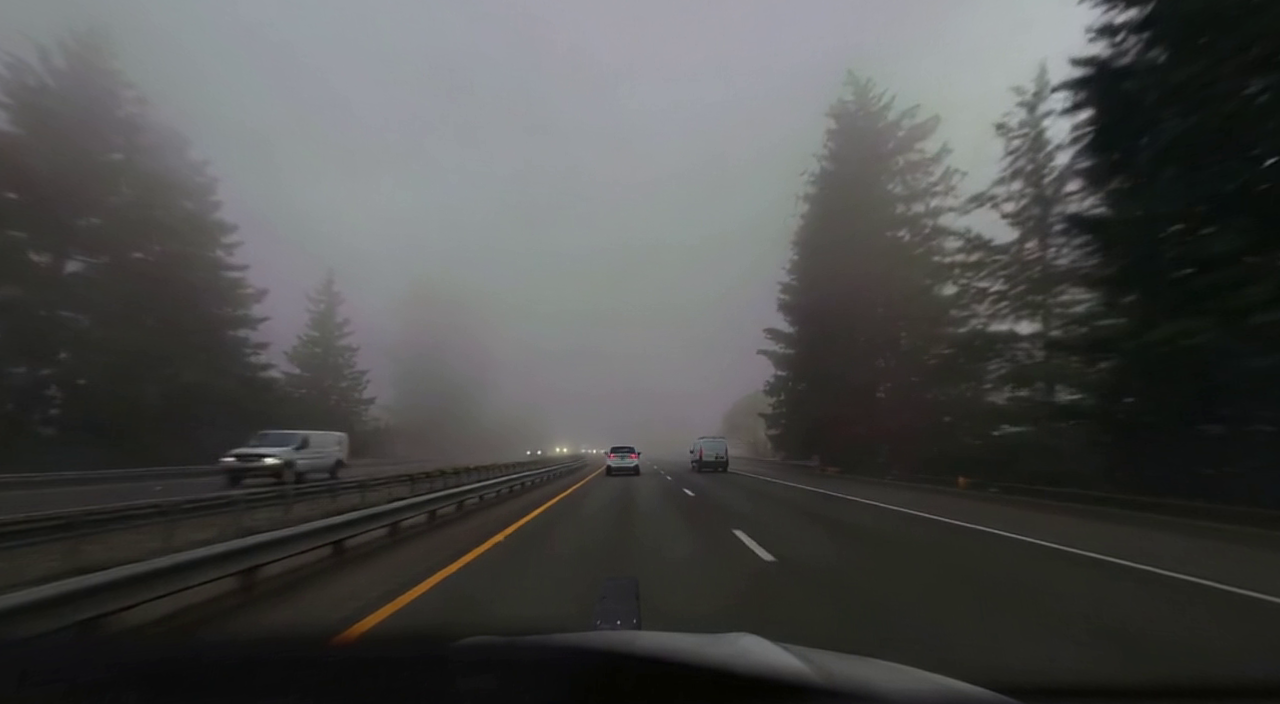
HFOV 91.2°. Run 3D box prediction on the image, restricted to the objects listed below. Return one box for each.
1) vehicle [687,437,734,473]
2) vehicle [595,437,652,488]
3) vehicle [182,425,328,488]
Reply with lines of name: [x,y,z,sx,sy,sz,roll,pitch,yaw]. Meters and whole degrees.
vehicle: [4.006,5.969,36.486,2.179,1.930,4.538,0,-9,-1]
vehicle: [-0.566,4.129,23.665,1.963,1.711,4.284,0,-9,0]
vehicle: [-13.515,3.711,22.487,2.153,1.980,4.811,0,-9,0]
